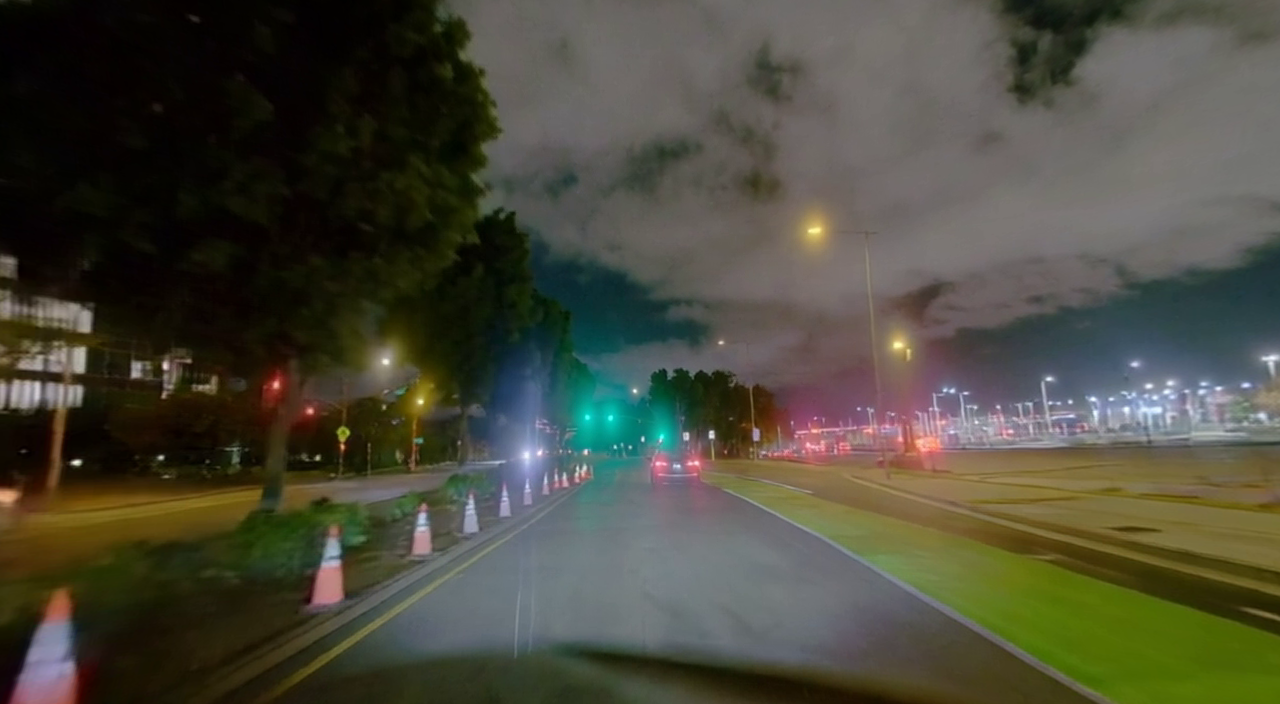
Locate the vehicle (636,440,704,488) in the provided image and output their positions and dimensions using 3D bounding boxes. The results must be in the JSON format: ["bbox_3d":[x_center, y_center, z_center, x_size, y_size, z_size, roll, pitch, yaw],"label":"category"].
[{"bbox_3d":[0.945,3.877,22.247,2.114,1.493,4.430,0,-8,-1],"label":"vehicle"}]
